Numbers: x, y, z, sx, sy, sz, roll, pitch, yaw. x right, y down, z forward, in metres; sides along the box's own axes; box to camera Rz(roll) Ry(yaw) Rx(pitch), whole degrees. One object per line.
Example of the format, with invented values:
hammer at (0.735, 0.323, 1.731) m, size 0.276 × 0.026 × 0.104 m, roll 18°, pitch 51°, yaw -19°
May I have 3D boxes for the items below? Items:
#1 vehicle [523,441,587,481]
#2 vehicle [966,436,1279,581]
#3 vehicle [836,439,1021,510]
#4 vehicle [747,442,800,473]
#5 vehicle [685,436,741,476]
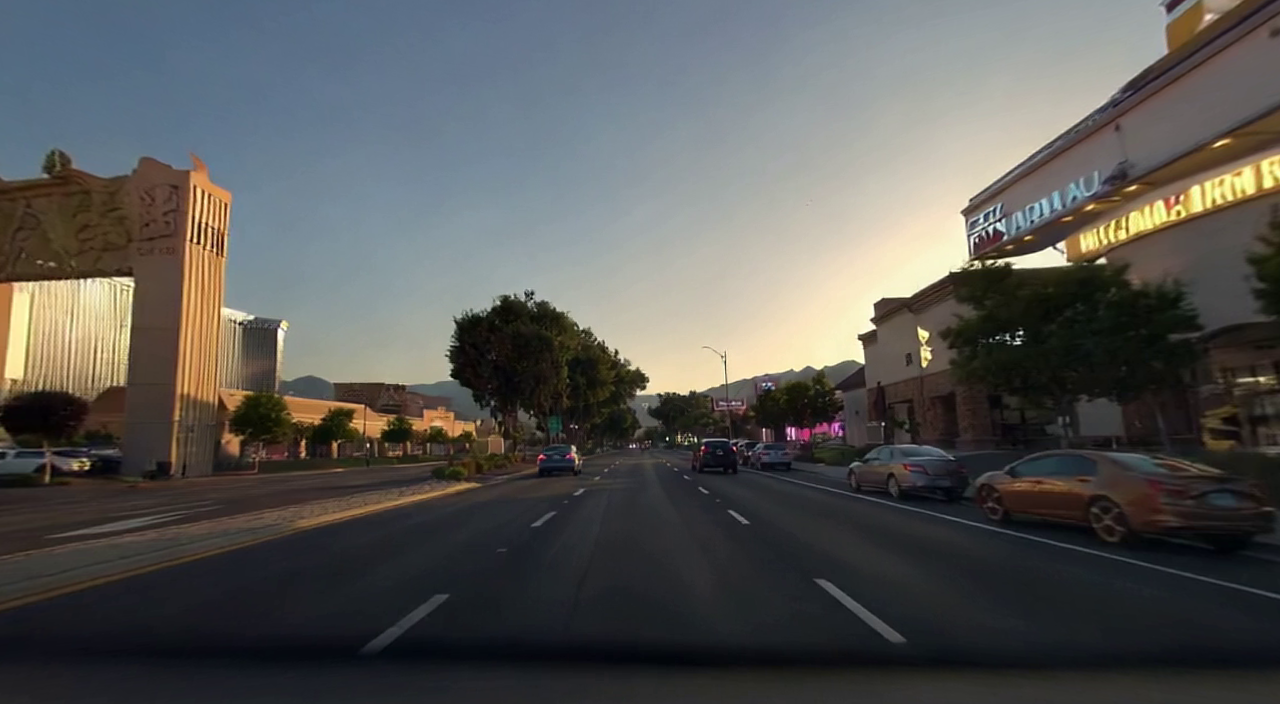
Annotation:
vehicle at (-3.382, 4.426, 25.917) m, size 2.005 × 1.477 × 4.169 m, roll 0°, pitch -8°, yaw 1°
vehicle at (6.920, 1.946, 8.870) m, size 1.968 × 1.455 × 4.844 m, roll 0°, pitch -8°, yaw -1°
vehicle at (6.881, 2.959, 15.766) m, size 2.302 × 1.480 × 4.696 m, roll 0°, pitch -8°, yaw -1°
vehicle at (6.893, 5.498, 32.988) m, size 1.876 × 1.478 × 4.670 m, roll 0°, pitch -8°, yaw 1°
vehicle at (3.392, 4.951, 30.271) m, size 2.083 × 1.743 × 4.354 m, roll 0°, pitch -8°, yaw -1°
